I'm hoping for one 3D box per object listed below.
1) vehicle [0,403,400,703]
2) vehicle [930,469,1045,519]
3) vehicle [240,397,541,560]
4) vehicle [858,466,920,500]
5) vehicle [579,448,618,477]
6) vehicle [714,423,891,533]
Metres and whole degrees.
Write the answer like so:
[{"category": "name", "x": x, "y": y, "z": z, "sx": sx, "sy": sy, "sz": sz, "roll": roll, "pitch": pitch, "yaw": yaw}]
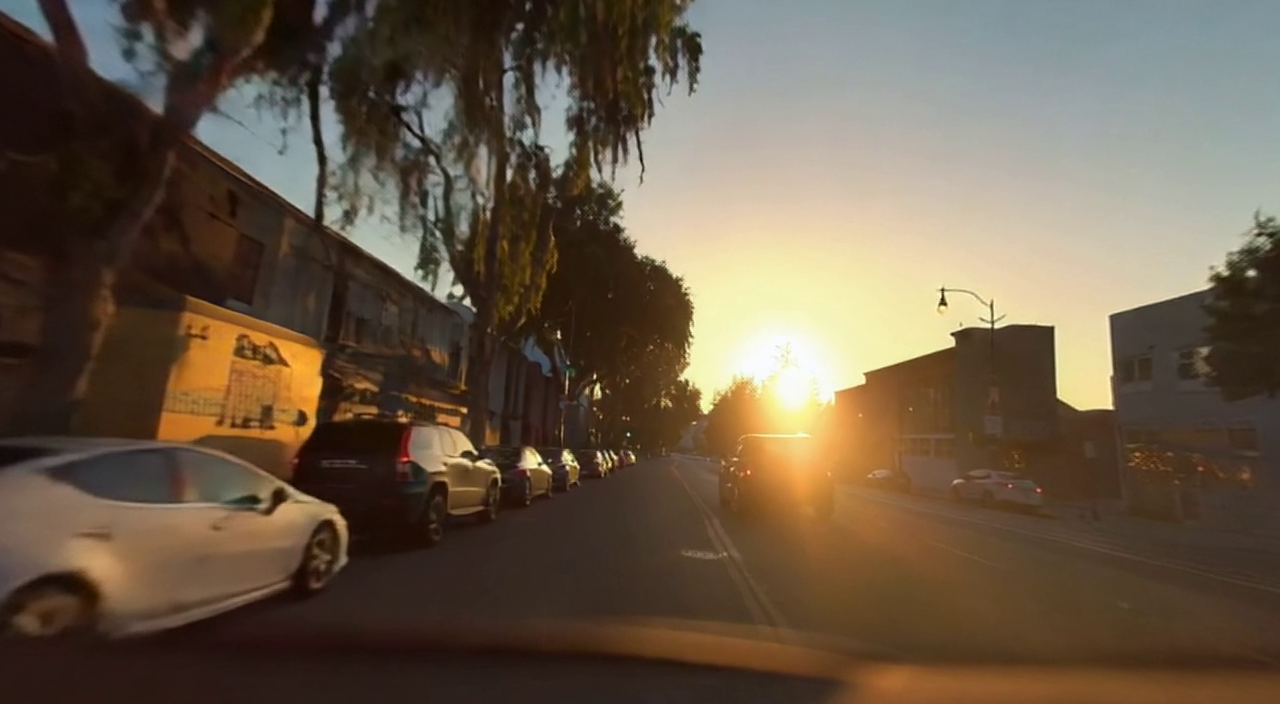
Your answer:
[{"category": "vehicle", "x": -3.621, "y": 1.219, "z": 4.312, "sx": 1.910, "sy": 1.497, "sz": 4.611, "roll": 0, "pitch": -9, "yaw": 3}, {"category": "vehicle", "x": 14.193, "y": 5.798, "z": 26.140, "sx": 2.189, "sy": 1.753, "sz": 4.376, "roll": 3, "pitch": -11, "yaw": -1}, {"category": "vehicle", "x": -3.280, "y": 1.833, "z": 9.875, "sx": 2.171, "sy": 1.816, "sz": 5.274, "roll": -1, "pitch": -9, "yaw": 5}, {"category": "vehicle", "x": 14.730, "y": 7.735, "z": 37.474, "sx": 1.866, "sy": 1.554, "sz": 4.393, "roll": 4, "pitch": -8, "yaw": -1}, {"category": "vehicle", "x": -2.231, "y": 6.115, "z": 35.218, "sx": 1.842, "sy": 1.497, "sz": 4.238, "roll": 0, "pitch": -9, "yaw": 1}, {"category": "vehicle", "x": 3.179, "y": 2.663, "z": 14.041, "sx": 2.411, "sy": 1.899, "sz": 5.993, "roll": 0, "pitch": -9, "yaw": 1}]
